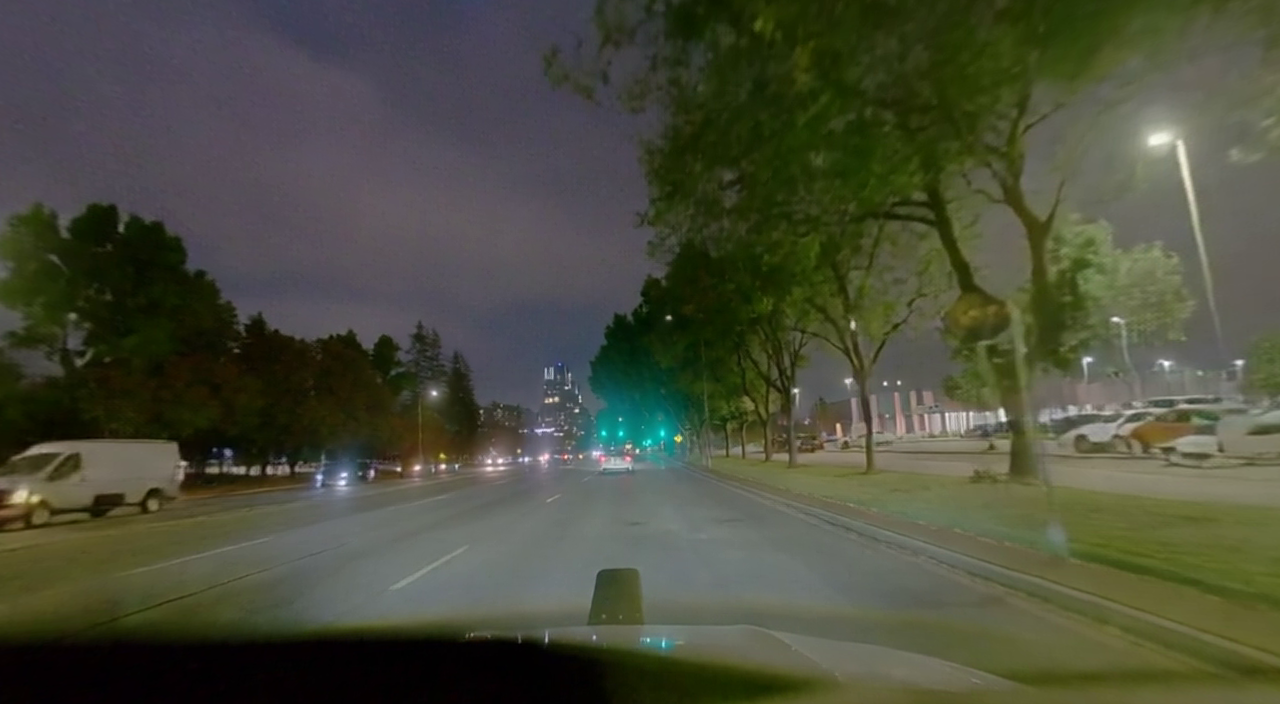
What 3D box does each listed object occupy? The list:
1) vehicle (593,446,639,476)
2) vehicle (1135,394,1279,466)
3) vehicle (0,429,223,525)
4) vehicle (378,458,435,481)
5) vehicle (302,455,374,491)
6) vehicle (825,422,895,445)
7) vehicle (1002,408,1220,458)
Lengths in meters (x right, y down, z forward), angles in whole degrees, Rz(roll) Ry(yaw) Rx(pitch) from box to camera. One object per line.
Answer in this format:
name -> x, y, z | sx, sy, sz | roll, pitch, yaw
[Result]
vehicle -> -1.252, 6.034, 35.257 | 2.235, 1.500, 4.420 | 0, -8, 2
vehicle -> 13.881, 1.694, 13.633 | 4.739, 1.424, 1.936 | -1, -9, -1
vehicle -> -18.399, 4.044, 21.352 | 2.599, 2.675, 7.177 | -2, -9, 13
vehicle -> -16.417, 8.251, 44.673 | 2.058, 1.459, 4.704 | 0, -9, 2
vehicle -> -16.970, 6.800, 35.740 | 2.016, 1.598, 4.545 | -5, -8, -2
vehicle -> 15.221, 5.695, 43.801 | 3.956, 1.504, 2.170 | 2, -9, -9
vehicle -> 14.470, 2.539, 19.684 | 5.047, 1.461, 2.133 | 0, -9, 1
